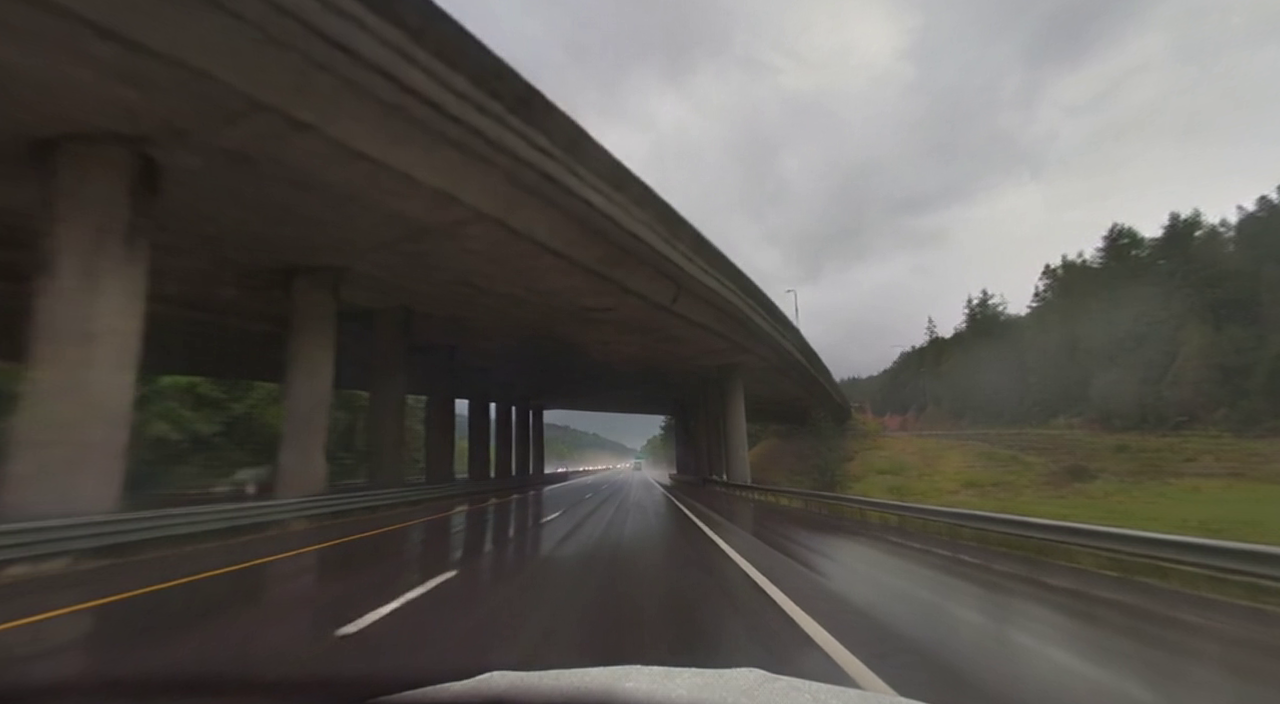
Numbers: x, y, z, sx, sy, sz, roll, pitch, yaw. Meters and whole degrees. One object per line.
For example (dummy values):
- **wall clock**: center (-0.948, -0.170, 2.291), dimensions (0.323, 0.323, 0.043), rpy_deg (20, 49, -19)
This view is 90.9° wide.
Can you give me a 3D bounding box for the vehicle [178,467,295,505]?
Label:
- **vehicle**: center (-16.722, 5.554, 26.413), dimensions (1.870, 1.436, 4.499), rpy_deg (1, -10, 1)
